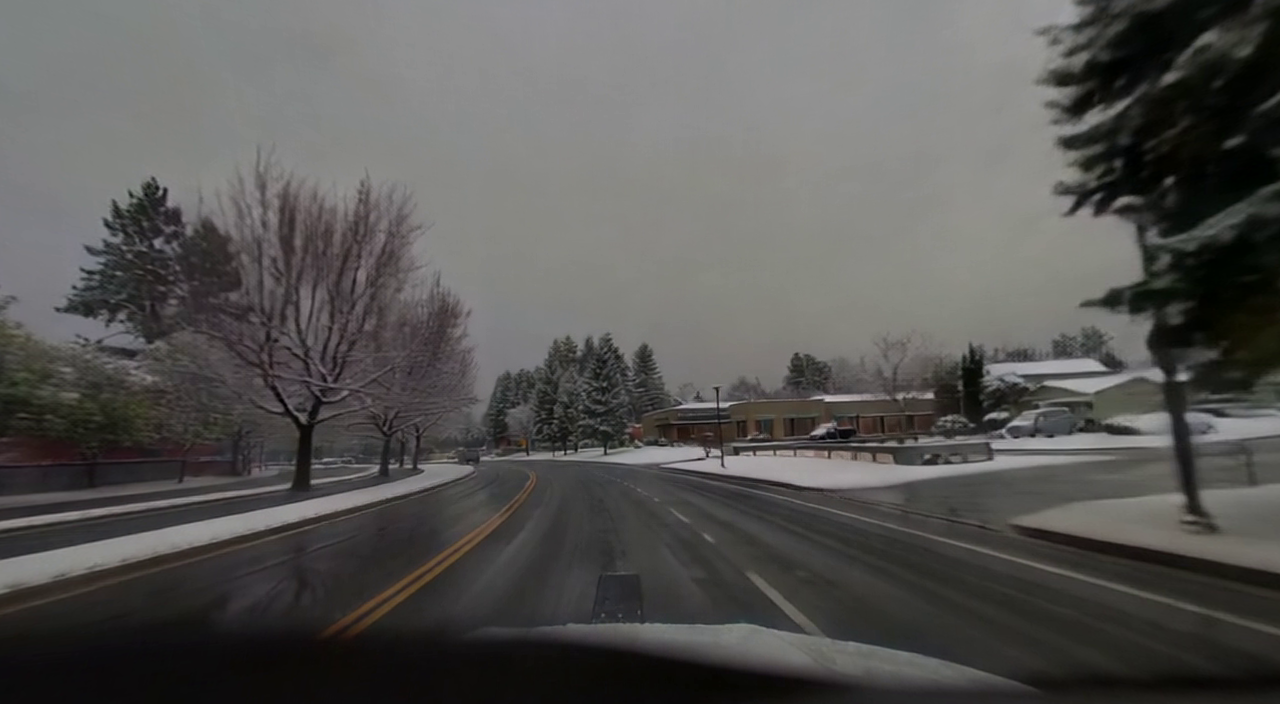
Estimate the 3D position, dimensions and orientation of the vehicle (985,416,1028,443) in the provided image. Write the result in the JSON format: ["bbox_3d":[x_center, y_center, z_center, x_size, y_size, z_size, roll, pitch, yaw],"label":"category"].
[{"bbox_3d":[23.802,5.000,40.950,2.033,1.533,4.370,-9,-10,31],"label":"vehicle"}]

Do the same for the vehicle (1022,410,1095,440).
[{"bbox_3d":[25.798,4.520,38.898,4.147,1.680,2.441,6,-11,-38],"label":"vehicle"}]

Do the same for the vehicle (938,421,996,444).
[{"bbox_3d":[22.126,5.471,42.661,4.230,1.459,1.889,7,-12,-40],"label":"vehicle"}]
